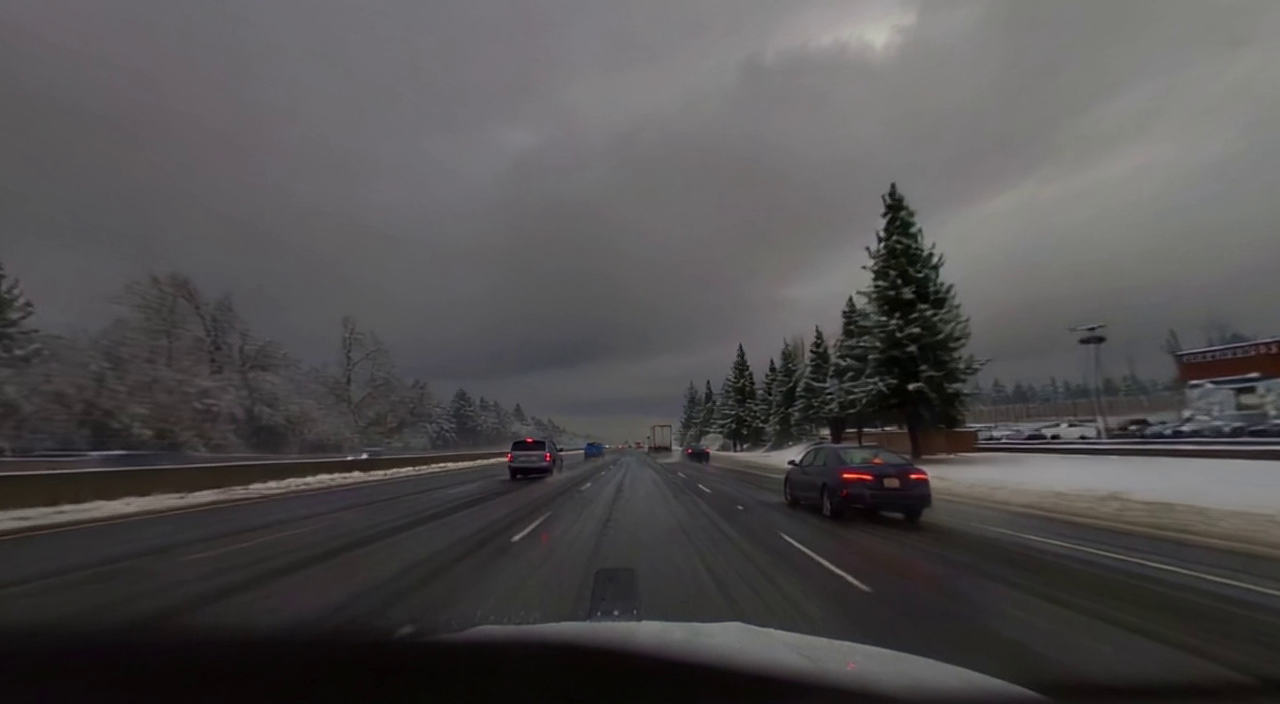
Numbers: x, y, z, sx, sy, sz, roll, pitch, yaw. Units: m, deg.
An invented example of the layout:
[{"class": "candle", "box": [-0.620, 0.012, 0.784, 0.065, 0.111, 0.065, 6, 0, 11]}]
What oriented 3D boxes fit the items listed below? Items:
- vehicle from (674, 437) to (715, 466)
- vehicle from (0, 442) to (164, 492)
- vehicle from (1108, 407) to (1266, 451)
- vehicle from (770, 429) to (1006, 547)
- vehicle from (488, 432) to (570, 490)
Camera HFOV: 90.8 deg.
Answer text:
[{"class": "vehicle", "box": [3.597, 6.719, 42.787, 2.198, 1.807, 4.530, 0, -8, -2]}, {"class": "vehicle", "box": [-21.213, 4.341, 24.293, 2.202, 1.693, 4.662, 0, -8, -1]}, {"class": "vehicle", "box": [27.496, 4.034, 32.202, 2.176, 1.975, 6.444, -1, -9, -1]}, {"class": "vehicle", "box": [3.706, 2.108, 10.574, 1.957, 1.510, 4.643, 0, -8, -2]}, {"class": "vehicle", "box": [-3.716, 3.730, 21.989, 1.987, 1.765, 4.508, 0, -8, 0]}]
